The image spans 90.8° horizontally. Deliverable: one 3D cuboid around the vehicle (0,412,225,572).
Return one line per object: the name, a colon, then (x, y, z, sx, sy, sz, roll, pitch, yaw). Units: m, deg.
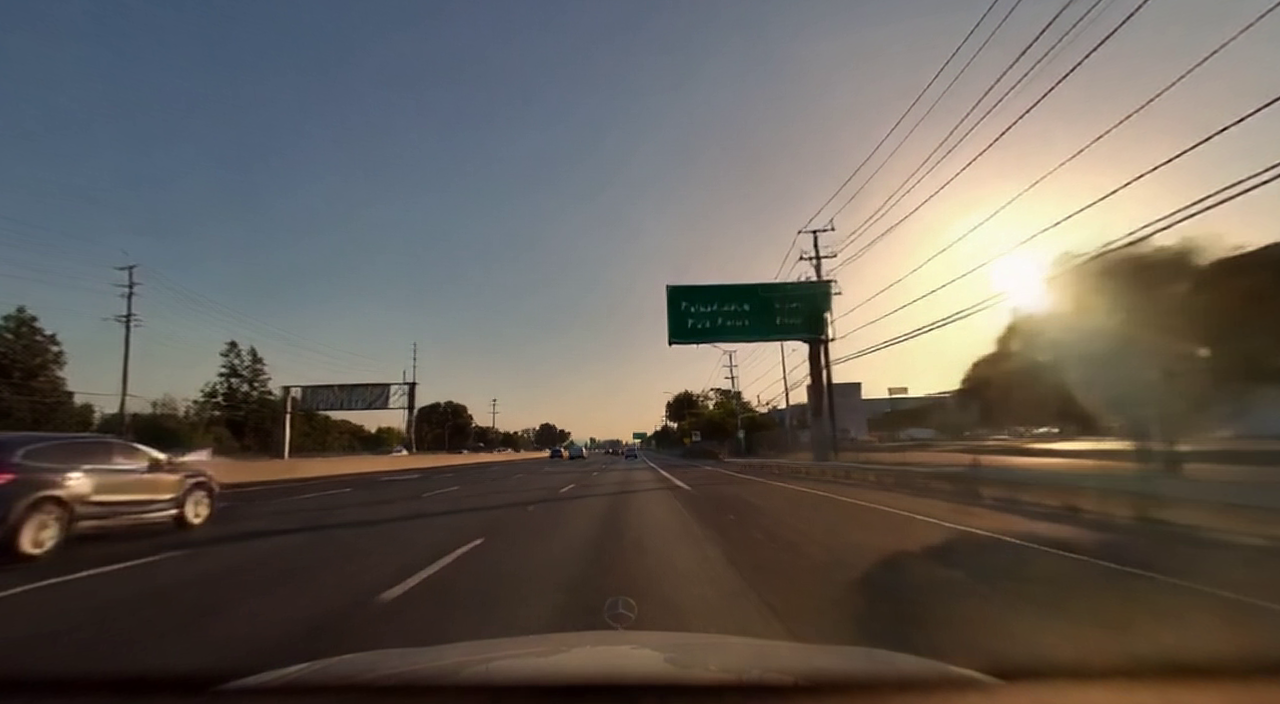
vehicle: (-7.615, 1.573, 7.558, 2.140, 1.626, 4.457, 0, -8, 2)
